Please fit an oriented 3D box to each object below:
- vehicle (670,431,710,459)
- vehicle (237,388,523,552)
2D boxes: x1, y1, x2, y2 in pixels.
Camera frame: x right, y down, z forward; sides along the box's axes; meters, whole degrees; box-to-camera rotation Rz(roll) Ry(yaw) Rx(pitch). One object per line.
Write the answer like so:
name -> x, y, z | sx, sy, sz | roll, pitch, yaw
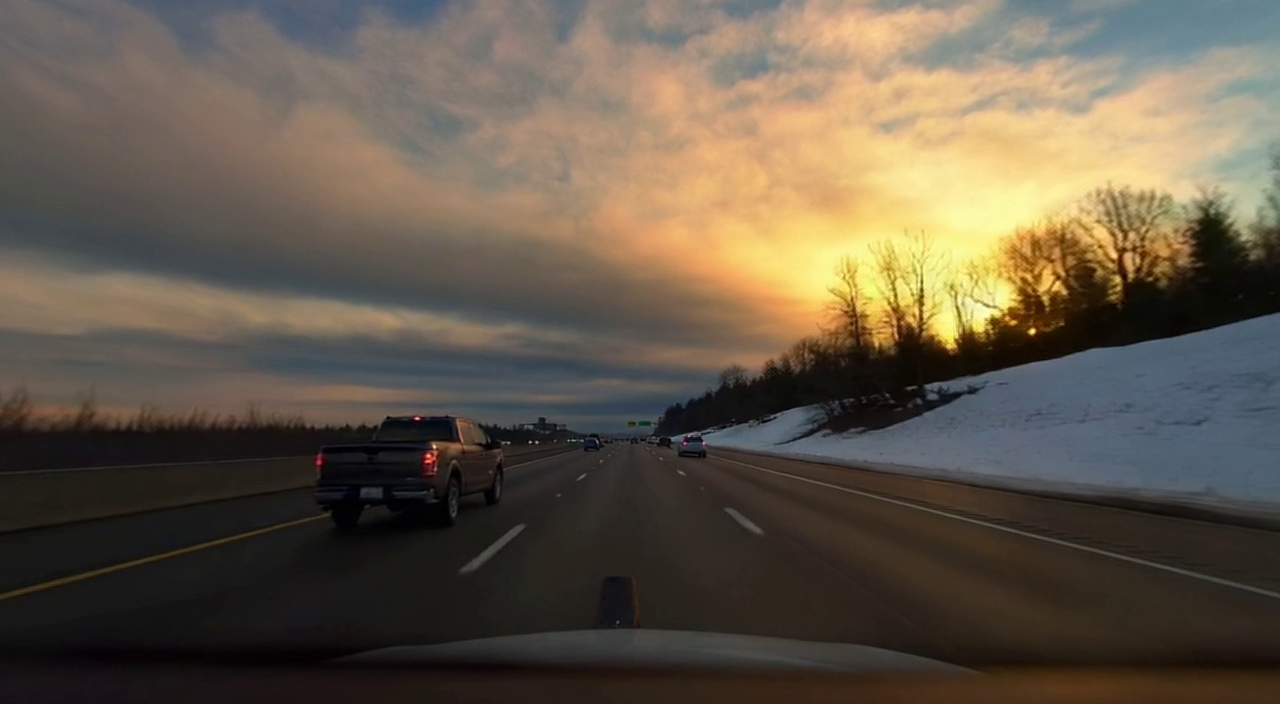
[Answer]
vehicle -> 3.169, 5.969, 40.539 | 2.124, 1.696, 4.173 | 0, -8, -2
vehicle -> -3.247, 1.590, 9.193 | 2.185, 1.772, 4.656 | 0, -8, 0
